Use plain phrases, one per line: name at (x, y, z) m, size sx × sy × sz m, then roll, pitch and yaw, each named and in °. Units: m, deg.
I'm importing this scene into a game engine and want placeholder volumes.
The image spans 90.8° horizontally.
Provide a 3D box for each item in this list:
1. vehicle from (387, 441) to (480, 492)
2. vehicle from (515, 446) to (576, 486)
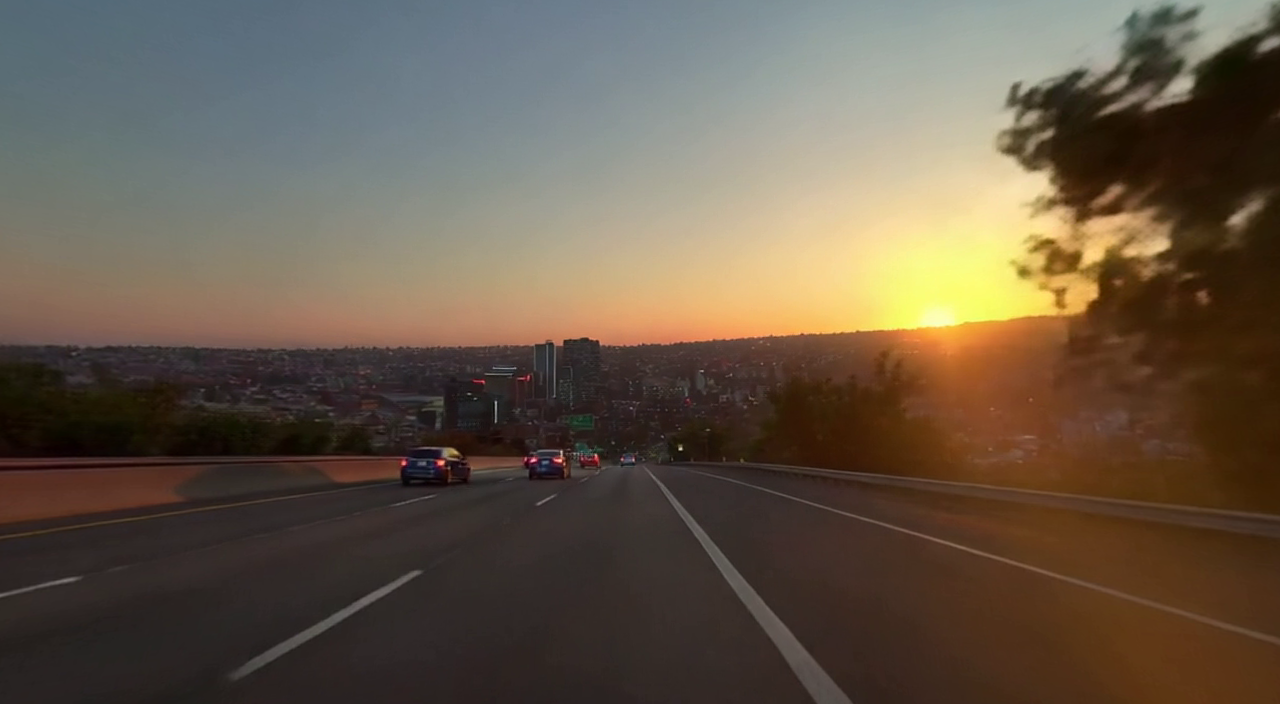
vehicle at (-8.115, 4.538, 25.370) m, size 2.040 × 1.824 × 4.917 m, roll 0°, pitch -9°, yaw 0°
vehicle at (-4.217, 5.155, 28.862) m, size 2.075 × 1.702 × 4.257 m, roll 0°, pitch -9°, yaw 0°
